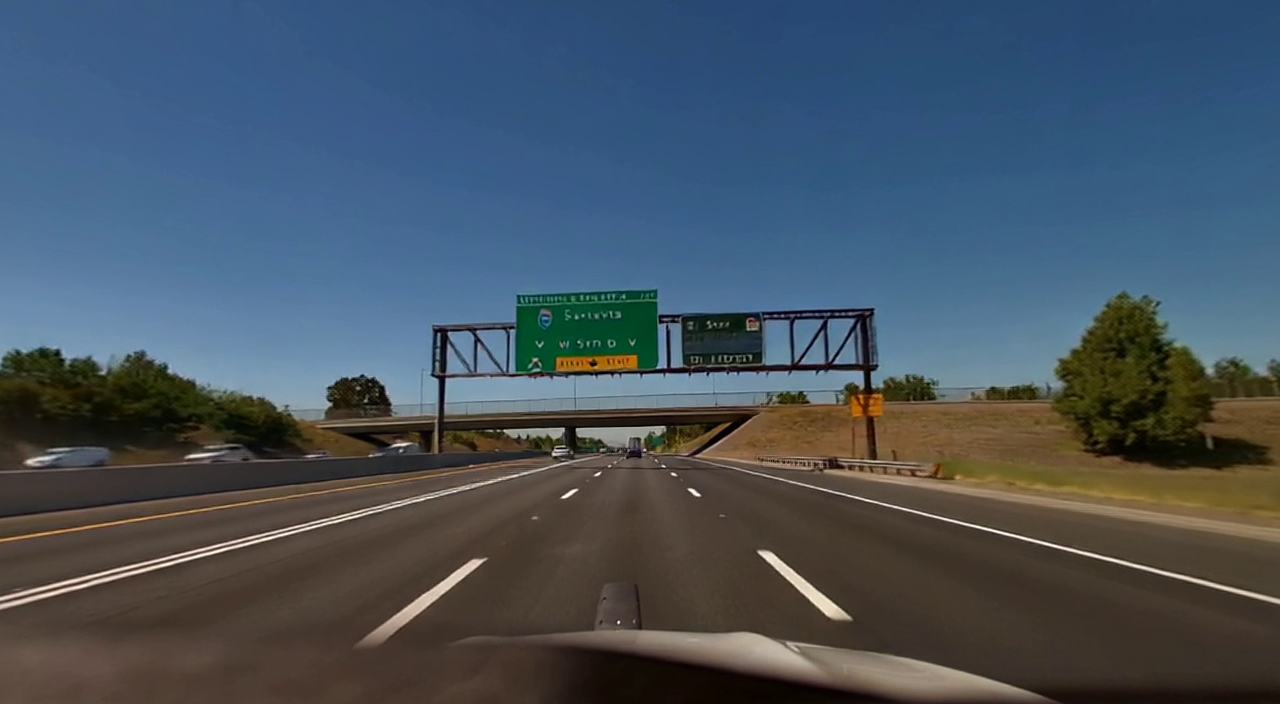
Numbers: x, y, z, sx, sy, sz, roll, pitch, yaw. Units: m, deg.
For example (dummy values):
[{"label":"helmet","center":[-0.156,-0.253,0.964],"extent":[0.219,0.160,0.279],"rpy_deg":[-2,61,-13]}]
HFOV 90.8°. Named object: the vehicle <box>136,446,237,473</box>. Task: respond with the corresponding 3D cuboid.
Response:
[{"label":"vehicle","center":[-25.716,6.092,36.080],"extent":[2.073,1.396,4.944],"rpy_deg":[0,-8,0]}]
